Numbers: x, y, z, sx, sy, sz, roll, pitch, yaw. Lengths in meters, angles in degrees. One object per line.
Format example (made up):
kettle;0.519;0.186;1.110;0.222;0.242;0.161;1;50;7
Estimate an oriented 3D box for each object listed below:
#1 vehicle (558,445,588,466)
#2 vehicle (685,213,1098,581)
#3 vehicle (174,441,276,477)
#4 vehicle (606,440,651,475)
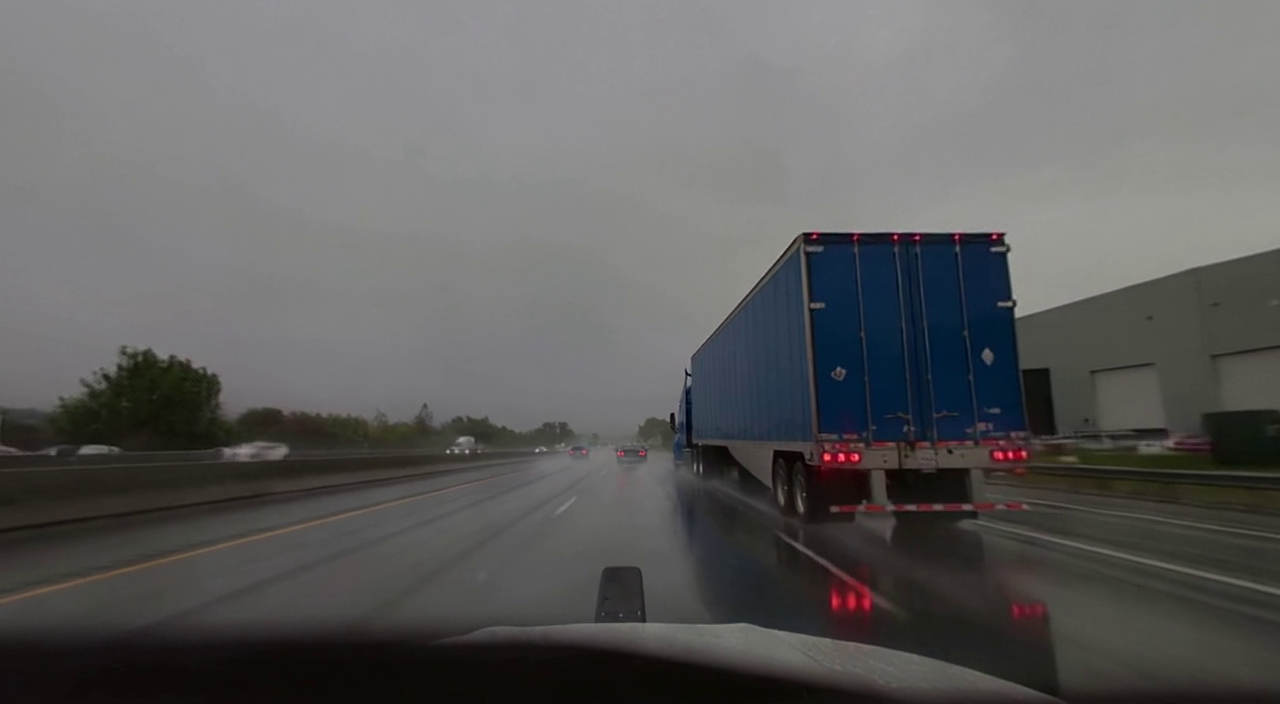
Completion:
vehicle;-5.150;8.011;49.050;1.995;1.491;4.317;0;-9;-2
vehicle;3.295;1.633;14.974;2.996;4.123;15.965;0;-9;-1
vehicle;-20.529;5.316;31.531;2.103;1.665;4.517;0;-9;-1
vehicle;-0.606;5.425;32.747;2.191;1.685;4.015;0;-9;-1
